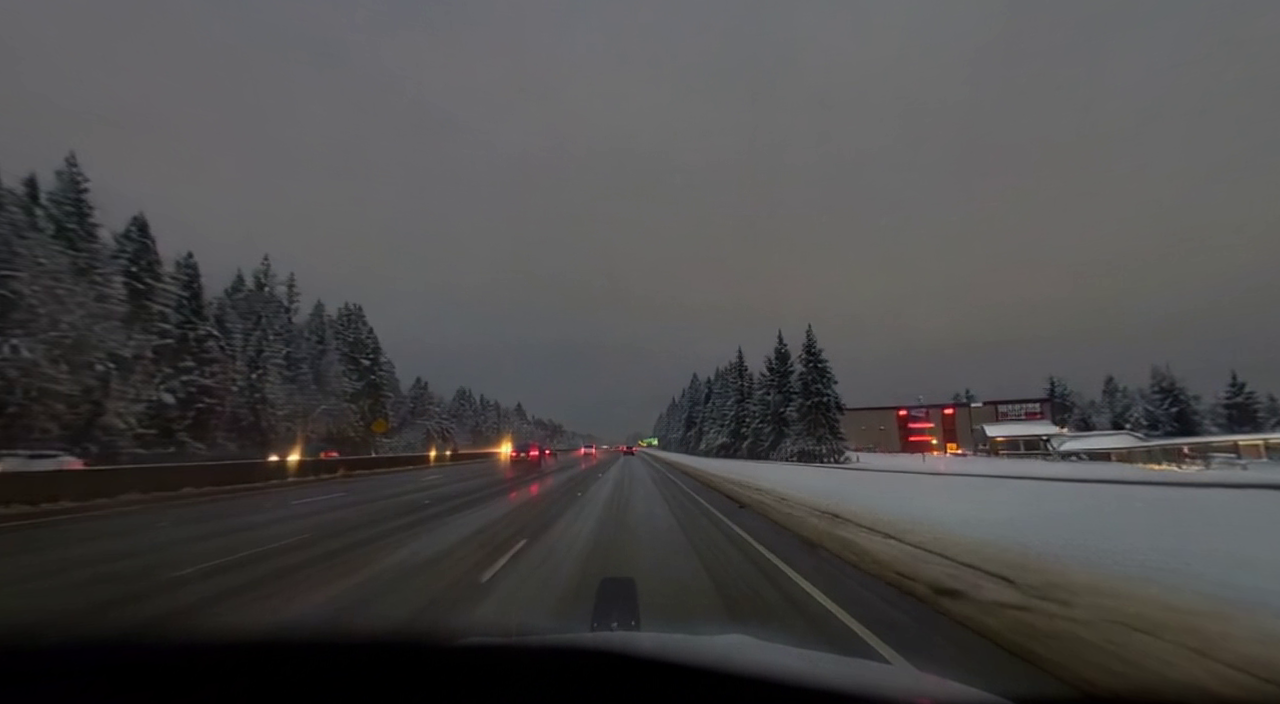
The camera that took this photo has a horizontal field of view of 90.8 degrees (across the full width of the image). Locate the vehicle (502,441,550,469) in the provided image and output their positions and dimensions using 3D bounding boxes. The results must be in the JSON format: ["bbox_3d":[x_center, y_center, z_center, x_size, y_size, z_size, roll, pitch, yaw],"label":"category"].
[{"bbox_3d":[-6.916,6.283,38.776,2.016,1.606,4.806,0,-9,0],"label":"vehicle"}]

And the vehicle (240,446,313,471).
[{"bbox_3d":[-22.780,6.677,39.839,1.942,1.506,4.477,0,-9,0],"label":"vehicle"}]
